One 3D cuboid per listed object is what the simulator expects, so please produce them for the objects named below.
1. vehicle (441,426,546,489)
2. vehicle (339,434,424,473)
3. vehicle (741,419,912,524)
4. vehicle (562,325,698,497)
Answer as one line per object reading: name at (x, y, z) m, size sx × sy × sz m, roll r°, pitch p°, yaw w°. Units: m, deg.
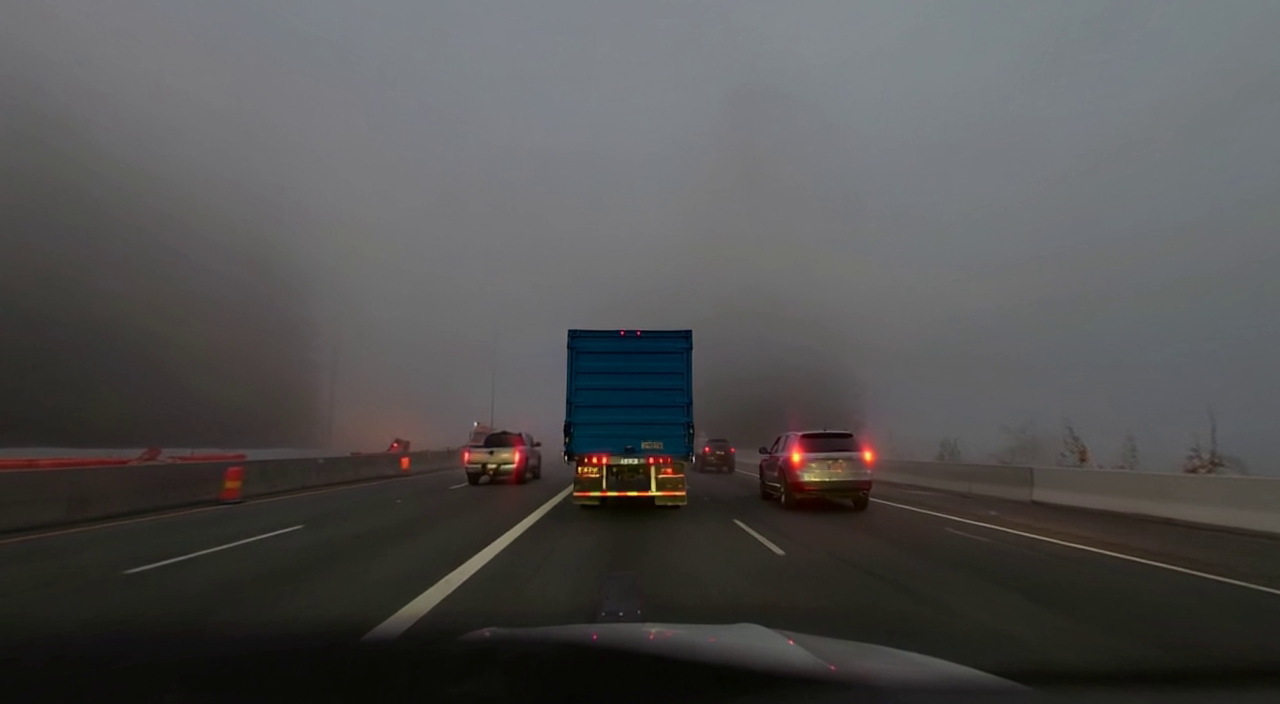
vehicle at (-4.413, 3.284, 19.820) m, size 2.095 × 1.736 × 4.529 m, roll 0°, pitch -9°, yaw 2°
vehicle at (-13.101, 5.163, 32.305) m, size 2.054 × 1.708 × 4.663 m, roll 2°, pitch -8°, yaw 4°
vehicle at (3.439, 2.303, 12.603) m, size 2.103 × 1.713 × 4.173 m, roll 1°, pitch -9°, yaw 0°
vehicle at (-0.240, 2.078, 19.587) m, size 3.067 × 3.940 × 10.154 m, roll 0°, pitch -9°, yaw 0°
